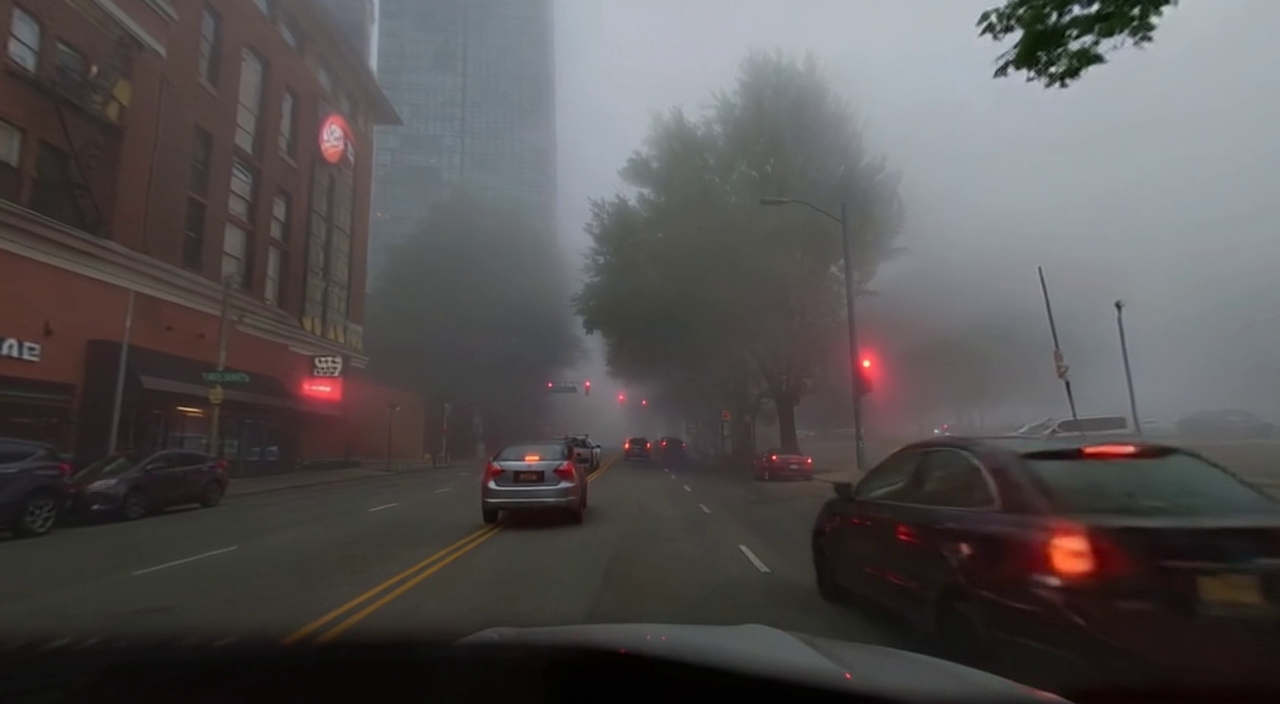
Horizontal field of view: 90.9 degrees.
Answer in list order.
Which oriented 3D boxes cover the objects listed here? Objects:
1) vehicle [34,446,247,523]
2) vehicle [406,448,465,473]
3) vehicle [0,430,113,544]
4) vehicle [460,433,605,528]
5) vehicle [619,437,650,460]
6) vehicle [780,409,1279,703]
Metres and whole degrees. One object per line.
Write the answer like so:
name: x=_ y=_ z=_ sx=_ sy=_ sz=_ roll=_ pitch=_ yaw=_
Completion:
vehicle: x=-12.823 y=3.373 z=16.685 sx=2.000 sy=1.708 sz=4.494 roll=0 pitch=-8 yaw=-1
vehicle: x=-12.896 y=6.834 z=40.032 sx=2.075 sy=1.472 sz=4.638 roll=0 pitch=-8 yaw=1
vehicle: x=-12.755 y=2.335 z=10.702 sx=2.384 sy=2.044 sz=6.030 roll=0 pitch=-8 yaw=0
vehicle: x=-1.915 y=2.304 z=11.961 sx=2.169 sy=1.427 sz=4.531 roll=1 pitch=-9 yaw=-7
vehicle: x=-0.406 y=6.812 z=44.357 sx=2.102 sy=1.521 sz=4.078 roll=0 pitch=-8 yaw=-1
vehicle: x=2.598 y=1.266 z=4.450 sx=2.150 sy=1.464 sz=4.467 roll=0 pitch=-8 yaw=-1
